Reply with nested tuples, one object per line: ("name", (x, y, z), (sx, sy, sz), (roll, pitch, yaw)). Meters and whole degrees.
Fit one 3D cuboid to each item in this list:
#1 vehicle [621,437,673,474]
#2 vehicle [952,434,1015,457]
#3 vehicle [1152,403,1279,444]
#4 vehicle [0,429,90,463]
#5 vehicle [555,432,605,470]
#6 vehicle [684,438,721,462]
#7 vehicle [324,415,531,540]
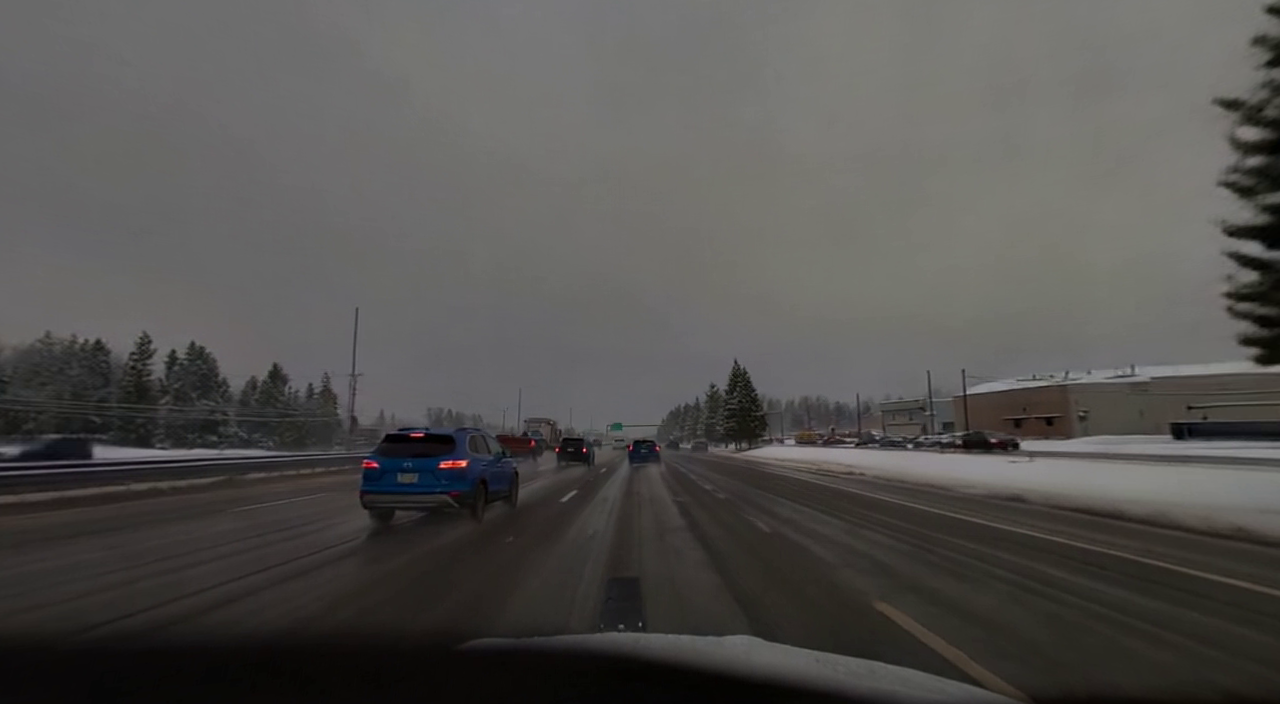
("vehicle", (0.277, 4.449, 27.416), (2.090, 1.474, 3.970), (0, -8, 0))
("vehicle", (23.300, 6.350, 43.010), (1.854, 1.463, 4.371), (0, -8, 1))
("vehicle", (46.198, 5.622, 49.169), (9.807, 3.112, 2.892), (0, -8, 1))
("vehicle", (-27.149, 4.246, 28.416), (1.525, 1.404, 3.423), (-2, -8, 2))
("vehicle", (-2.943, 4.978, 31.817), (2.007, 1.730, 4.412), (0, -8, 1))
("vehicle", (4.150, 6.575, 42.470), (1.980, 1.492, 4.442), (0, -8, -1))
("vehicle", (-3.295, 2.046, 10.918), (1.961, 1.687, 4.453), (0, -8, 1))
